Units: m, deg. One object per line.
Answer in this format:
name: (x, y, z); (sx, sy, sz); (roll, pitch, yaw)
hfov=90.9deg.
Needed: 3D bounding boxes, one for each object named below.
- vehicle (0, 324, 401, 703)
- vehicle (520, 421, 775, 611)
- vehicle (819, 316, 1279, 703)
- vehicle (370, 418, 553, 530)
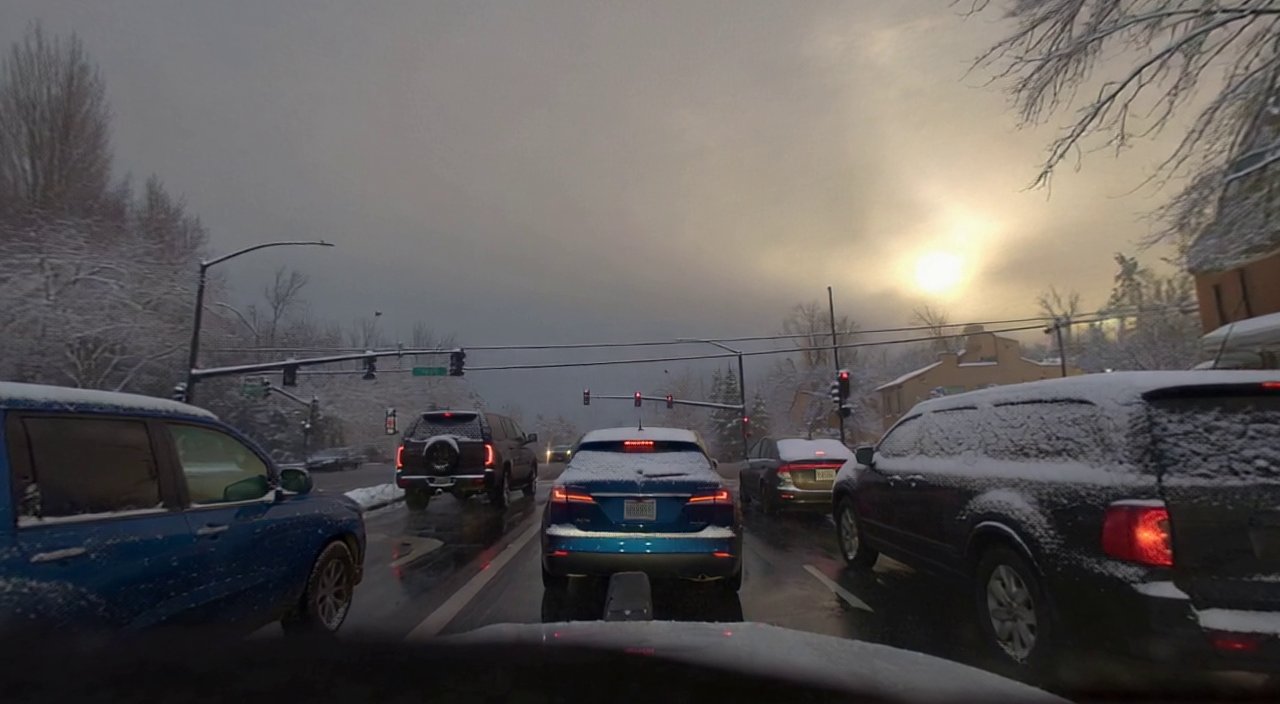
vehicle: (-3.114, 0.954, 3.296); (1.982, 1.721, 4.261); (0, -8, 1)
vehicle: (0.025, 1.597, 7.051); (2.021, 1.490, 3.948); (0, -8, -1)
vehicle: (3.215, 1.108, 4.798); (2.141, 1.833, 4.704); (0, -8, -2)
vehicle: (-3.186, 2.300, 12.479); (2.117, 1.772, 4.619); (0, -8, 2)
